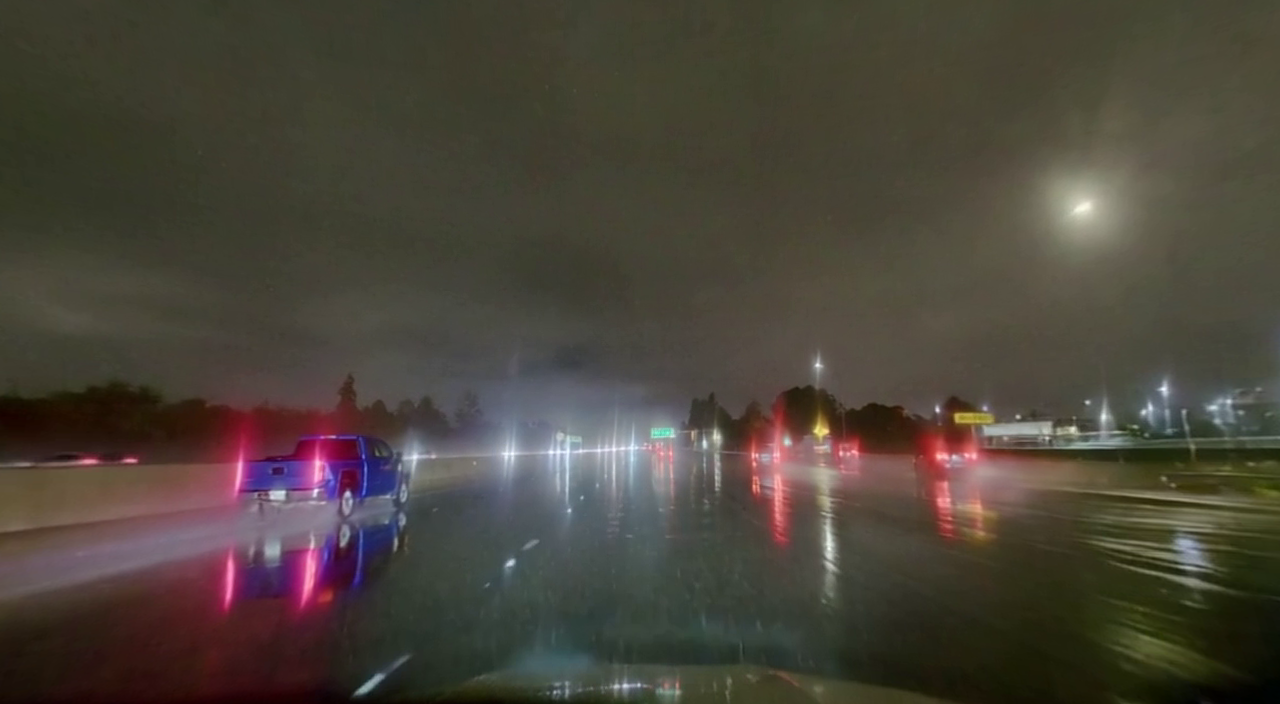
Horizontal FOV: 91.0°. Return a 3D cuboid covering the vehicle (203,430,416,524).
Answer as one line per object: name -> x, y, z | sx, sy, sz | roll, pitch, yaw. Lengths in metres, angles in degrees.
vehicle -> -6.999, 2.688, 14.127 | 2.168, 1.729, 4.724 | 0, -9, 0
